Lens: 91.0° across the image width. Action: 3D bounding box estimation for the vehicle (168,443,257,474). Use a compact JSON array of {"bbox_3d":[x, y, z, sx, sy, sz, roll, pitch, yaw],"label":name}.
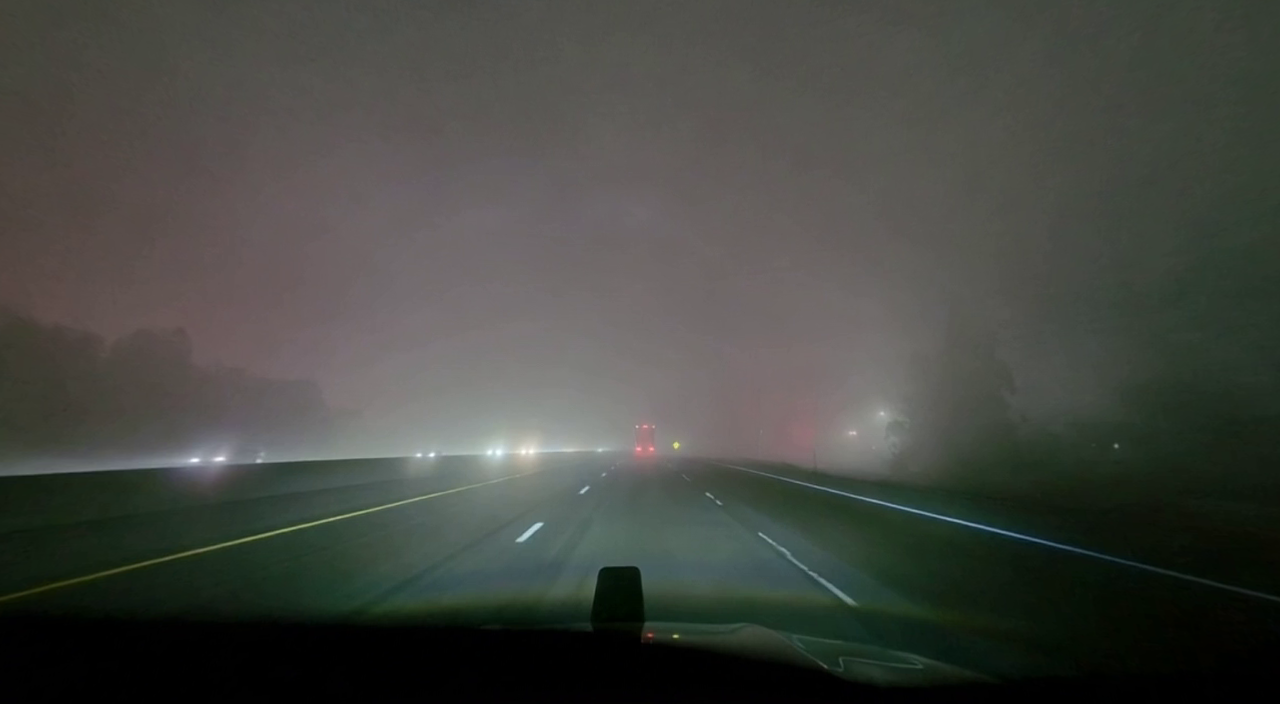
[{"bbox_3d":[-29.024,7.243,43.038,2.151,1.953,5.547,0,-9,1],"label":"vehicle"}]
